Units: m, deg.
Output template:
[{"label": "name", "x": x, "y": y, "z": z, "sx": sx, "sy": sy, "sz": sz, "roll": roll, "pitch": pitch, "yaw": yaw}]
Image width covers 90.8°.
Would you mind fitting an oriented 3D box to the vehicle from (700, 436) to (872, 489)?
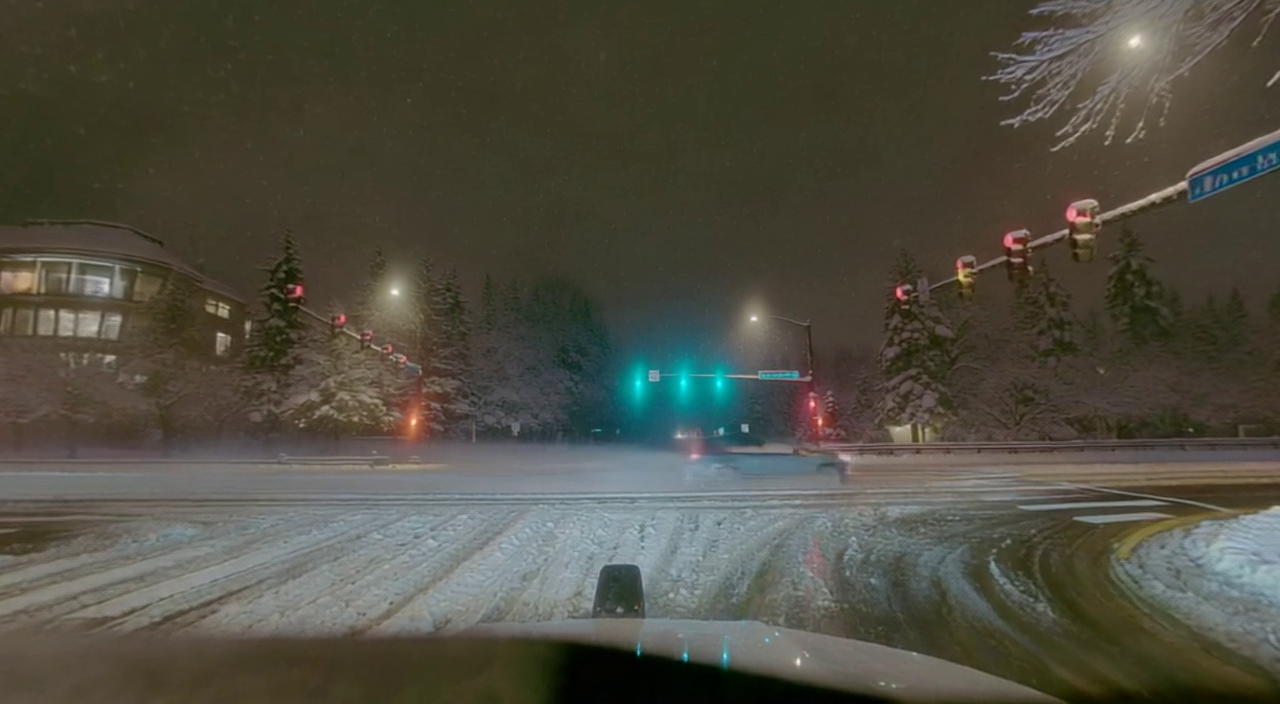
[{"label": "vehicle", "x": 4.253, "y": 3.291, "z": 19.025, "sx": 4.698, "sy": 1.466, "sz": 1.883, "roll": 0, "pitch": -9, "yaw": 0}]
